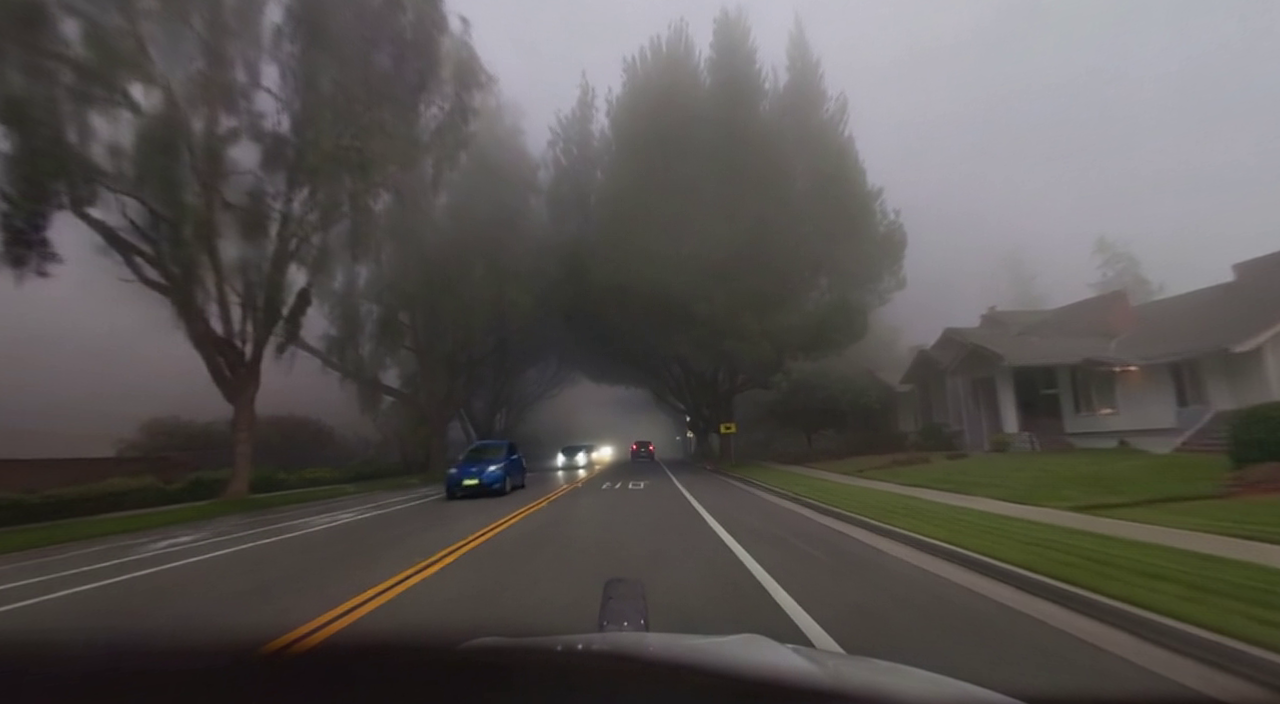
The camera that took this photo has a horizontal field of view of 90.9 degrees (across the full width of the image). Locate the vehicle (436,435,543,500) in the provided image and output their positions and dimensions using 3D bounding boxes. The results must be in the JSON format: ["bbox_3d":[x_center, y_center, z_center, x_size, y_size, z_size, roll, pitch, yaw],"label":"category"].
[{"bbox_3d":[-4.351,3.411,19.007,2.069,1.707,4.385,0,-8,1],"label":"vehicle"}]

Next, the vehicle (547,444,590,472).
[{"bbox_3d":[-4.055,6.062,36.195,1.905,1.510,4.172,0,-8,1],"label":"vehicle"}]
